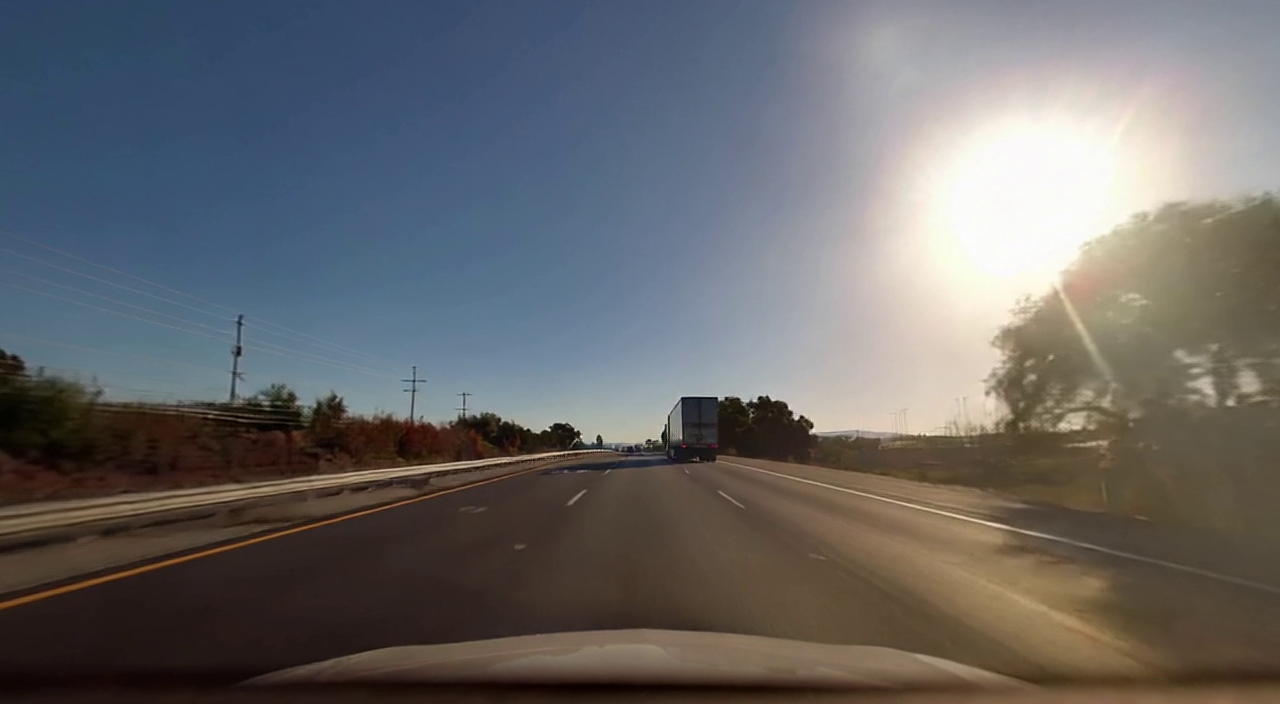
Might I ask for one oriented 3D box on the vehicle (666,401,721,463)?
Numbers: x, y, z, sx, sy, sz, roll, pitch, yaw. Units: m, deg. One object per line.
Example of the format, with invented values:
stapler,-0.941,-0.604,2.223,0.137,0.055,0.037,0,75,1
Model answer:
vehicle,3.871,6.343,48.862,2.933,4.100,14.317,0,-8,0
